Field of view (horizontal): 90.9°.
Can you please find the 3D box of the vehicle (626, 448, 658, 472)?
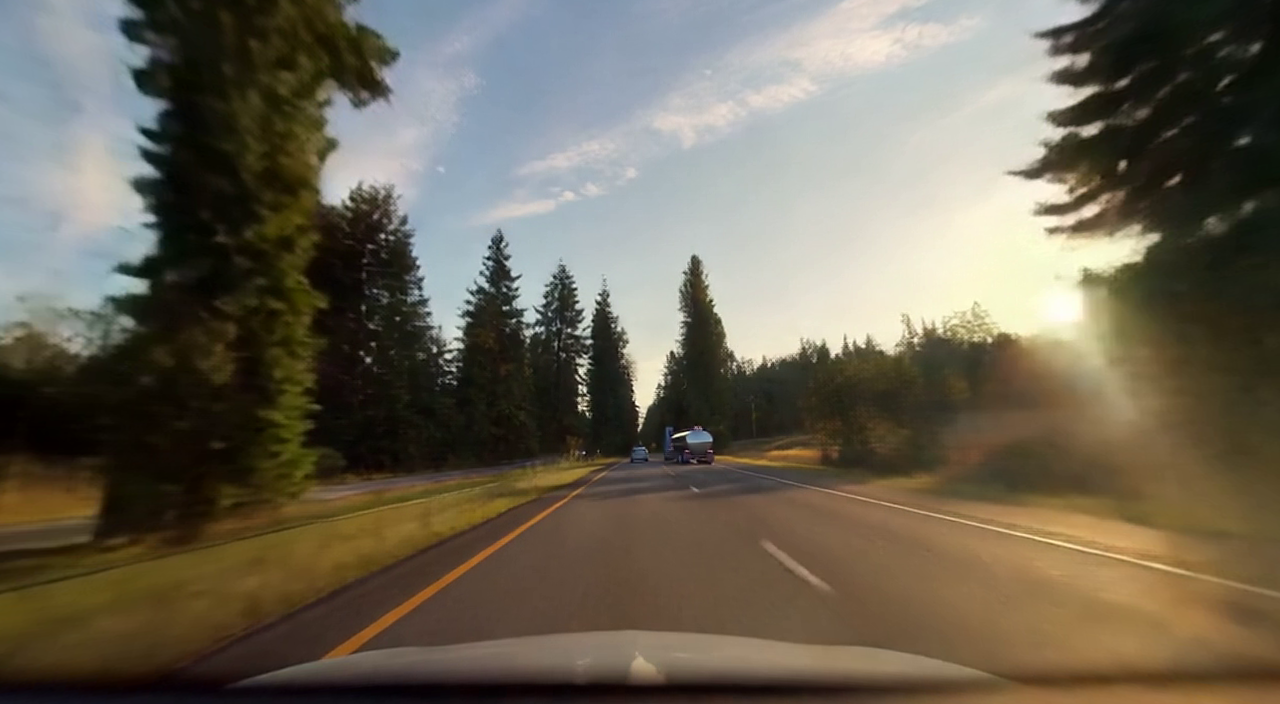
[{"bbox_3d":[0.122,6.707,39.198,1.926,1.386,3.615,0,-9,0],"label":"vehicle"}]
